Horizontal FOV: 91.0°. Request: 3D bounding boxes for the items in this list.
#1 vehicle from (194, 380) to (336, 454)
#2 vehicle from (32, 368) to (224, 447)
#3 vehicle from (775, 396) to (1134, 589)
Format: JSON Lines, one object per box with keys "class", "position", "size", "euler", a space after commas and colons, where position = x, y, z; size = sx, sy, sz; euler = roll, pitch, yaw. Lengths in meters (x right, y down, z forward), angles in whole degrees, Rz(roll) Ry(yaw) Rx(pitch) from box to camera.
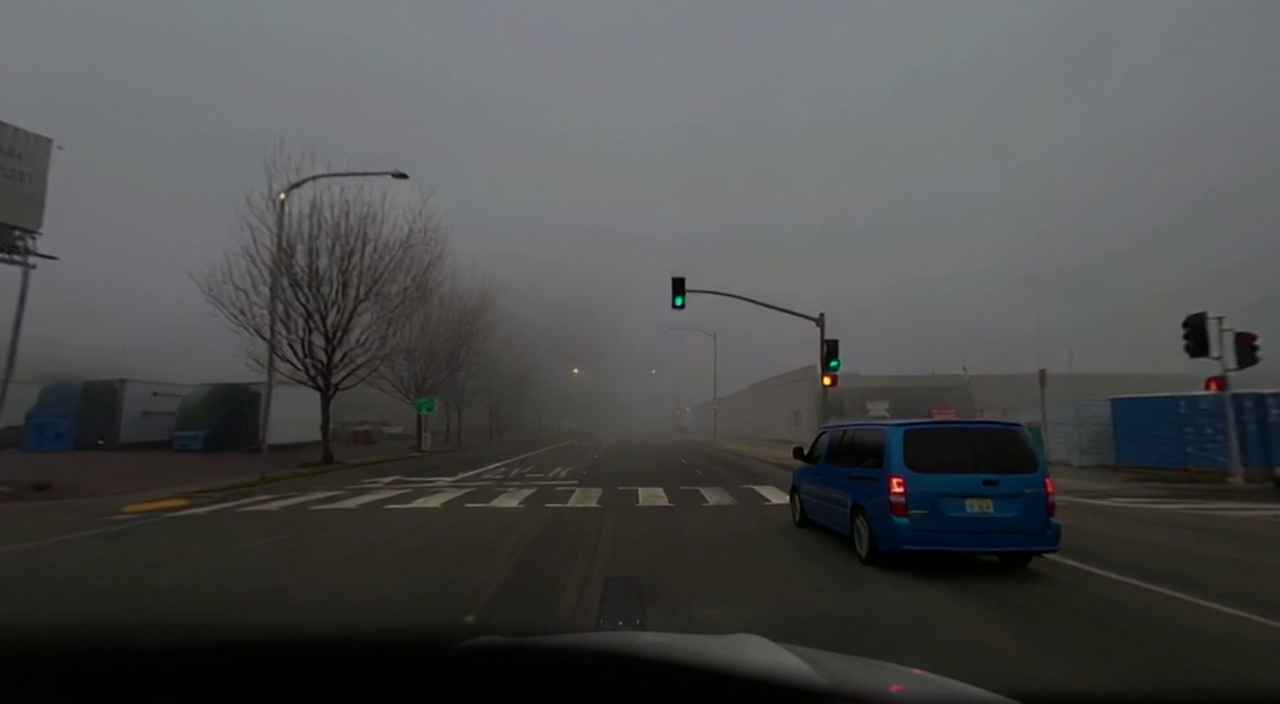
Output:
{"class": "vehicle", "position": [-20.747, 3.620, 35.615], "size": [3.337, 3.644, 7.945], "euler": [1, -5, -2]}
{"class": "vehicle", "position": [-27.598, 3.136, 34.815], "size": [2.943, 3.741, 9.094], "euler": [1, -6, 0]}
{"class": "vehicle", "position": [3.532, 1.672, 8.482], "size": [2.202, 1.822, 4.826], "euler": [1, -8, -2]}
